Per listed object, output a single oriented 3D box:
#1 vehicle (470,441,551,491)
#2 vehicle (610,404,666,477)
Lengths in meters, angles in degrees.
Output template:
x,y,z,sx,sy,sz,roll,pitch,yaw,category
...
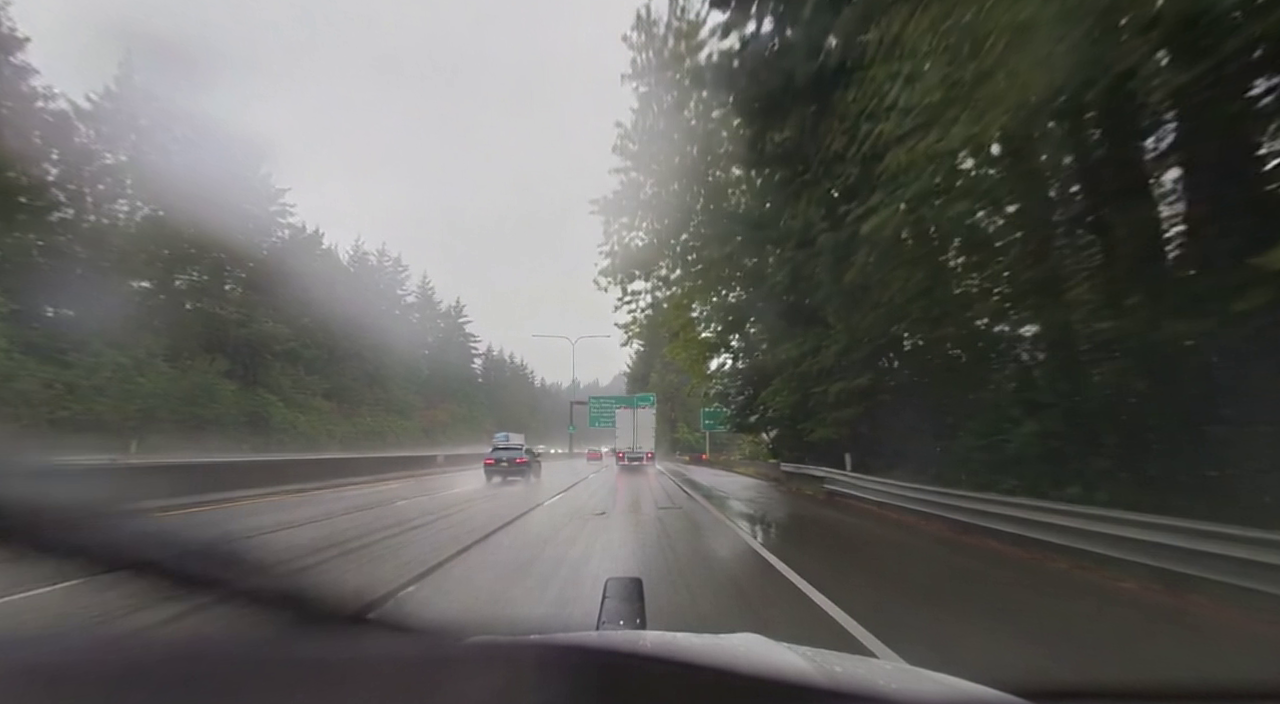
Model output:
x,y,z,sx,sy,sz,roll,pitch,yaw,category
-4.403,3.939,22.054,1.964,1.556,4.071,0,-9,0,vehicle
-0.226,5.648,39.534,2.976,3.800,12.335,0,-9,-1,vehicle
